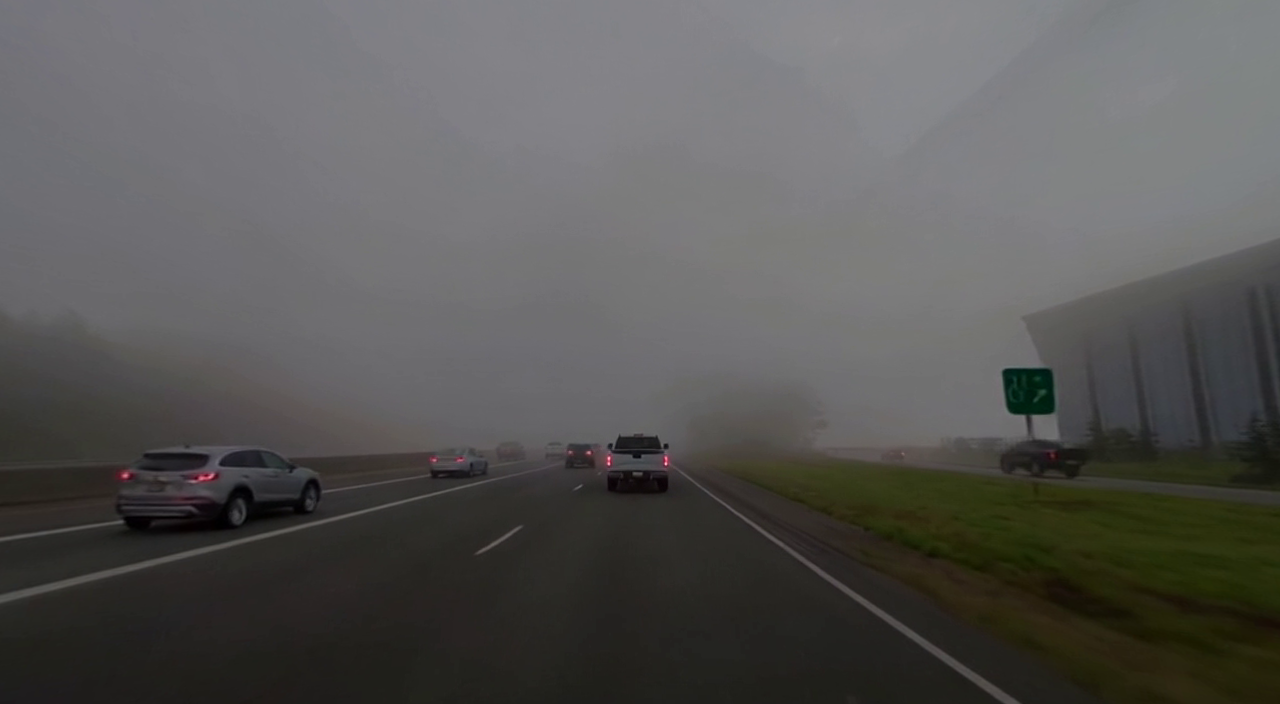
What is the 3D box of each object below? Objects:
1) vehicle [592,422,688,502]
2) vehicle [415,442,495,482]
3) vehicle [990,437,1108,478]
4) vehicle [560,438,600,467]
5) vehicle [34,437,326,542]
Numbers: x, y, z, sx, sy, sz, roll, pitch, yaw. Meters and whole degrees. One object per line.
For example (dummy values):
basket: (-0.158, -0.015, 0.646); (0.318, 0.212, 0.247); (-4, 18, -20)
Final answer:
vehicle: (0.000, 2.774, 16.194); (2.152, 1.779, 3.924); (0, -9, 0)
vehicle: (-7.374, 4.416, 25.590); (1.869, 1.466, 4.217); (0, -9, 1)
vehicle: (16.292, 4.230, 25.502); (1.918, 1.472, 4.782); (-1, -9, 5)
vehicle: (-3.549, 6.041, 38.164); (1.952, 1.649, 4.131); (0, -9, 1)
vehicle: (-7.602, 2.271, 11.118); (1.864, 1.458, 4.295); (0, -9, 0)
